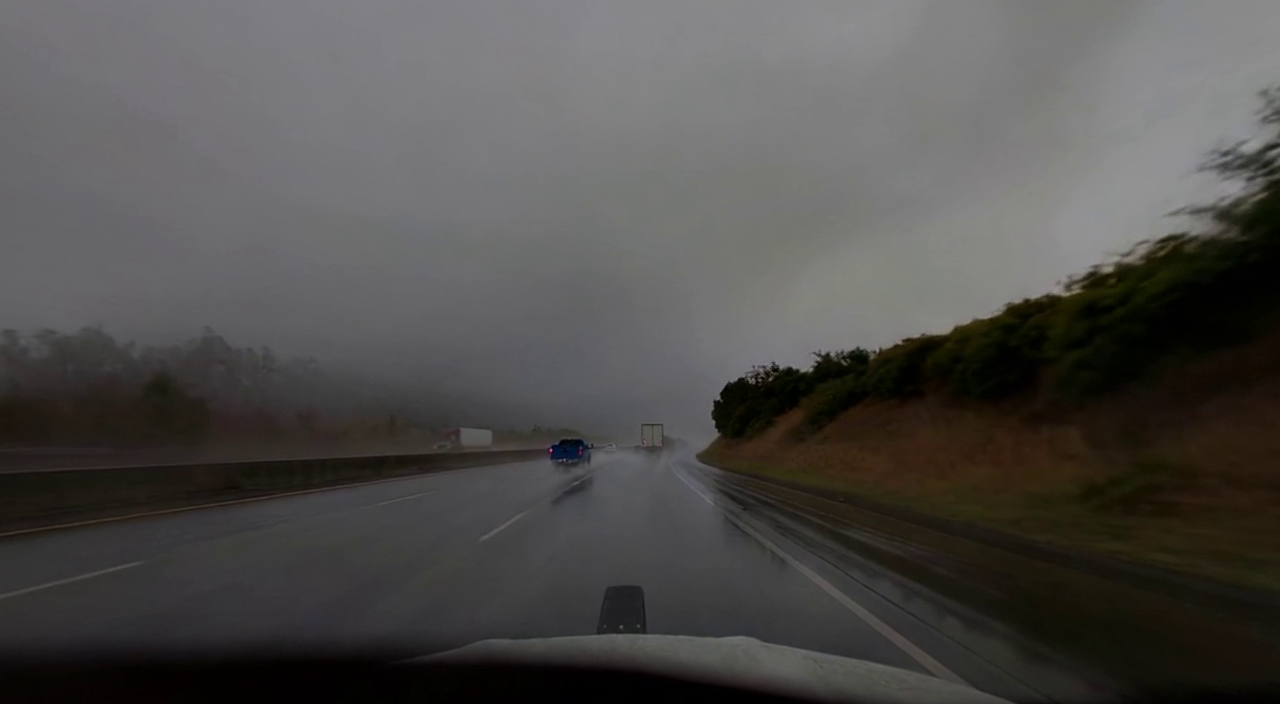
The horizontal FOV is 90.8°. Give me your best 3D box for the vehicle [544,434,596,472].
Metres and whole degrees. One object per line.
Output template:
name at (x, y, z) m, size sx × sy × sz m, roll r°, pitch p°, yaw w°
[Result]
vehicle at (-3.781, 5.568, 34.935) m, size 2.216 × 1.949 × 5.237 m, roll 0°, pitch -9°, yaw 1°
